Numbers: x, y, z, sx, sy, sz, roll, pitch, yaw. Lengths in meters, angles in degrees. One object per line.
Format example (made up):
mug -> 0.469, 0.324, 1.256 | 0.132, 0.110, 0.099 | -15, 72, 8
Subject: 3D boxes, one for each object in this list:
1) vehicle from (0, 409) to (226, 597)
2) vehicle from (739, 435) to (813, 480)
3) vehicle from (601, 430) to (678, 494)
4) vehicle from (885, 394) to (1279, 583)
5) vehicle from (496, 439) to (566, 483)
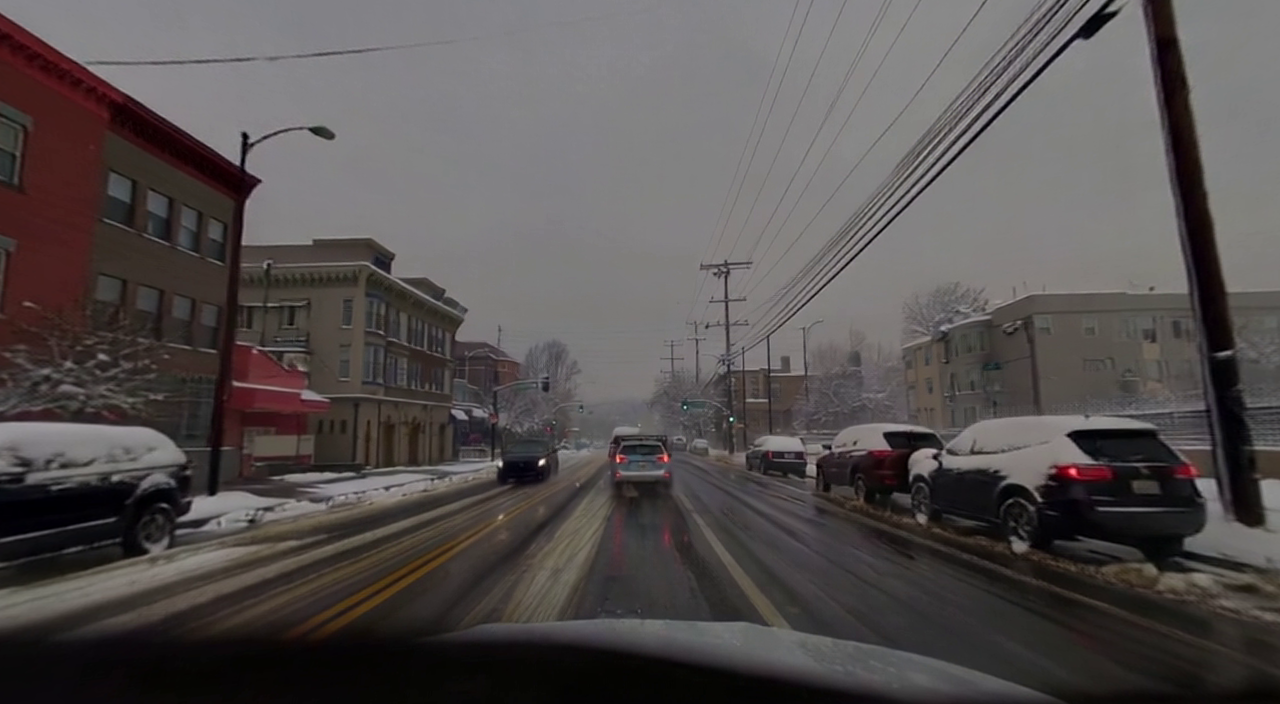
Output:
vehicle -> -7.380, 1.586, 6.941 | 2.095, 1.847, 5.290 | 0, -8, -1
vehicle -> 6.279, 4.936, 29.978 | 2.197, 1.917, 5.637 | 0, -8, 0
vehicle -> -0.003, 3.109, 18.131 | 1.980, 1.635, 3.795 | 0, -8, 0
vehicle -> 6.209, 1.938, 9.997 | 2.203, 2.052, 5.975 | 0, -8, -1
vehicle -> -4.087, 4.153, 24.378 | 1.968, 1.524, 4.304 | 0, -8, 0
